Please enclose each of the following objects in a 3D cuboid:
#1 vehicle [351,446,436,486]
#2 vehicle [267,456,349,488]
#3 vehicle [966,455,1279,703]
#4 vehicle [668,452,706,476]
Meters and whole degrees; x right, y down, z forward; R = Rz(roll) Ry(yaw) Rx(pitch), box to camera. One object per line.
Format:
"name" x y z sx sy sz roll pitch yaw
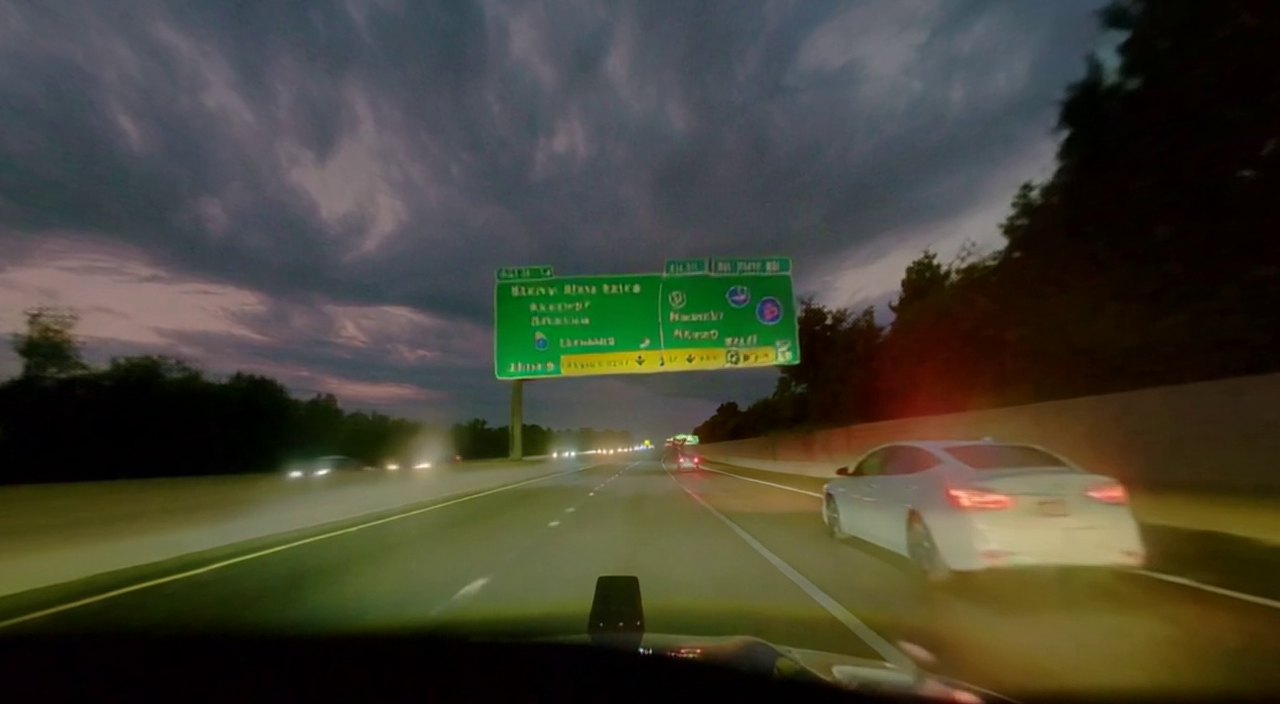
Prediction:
"vehicle" -10.836 5.013 28.023 2.025 1.603 3.989 0 -9 2
"vehicle" -17.661 6.363 33.776 1.936 1.560 4.343 0 -9 1
"vehicle" 3.532 1.205 3.174 1.883 1.320 3.386 0 -9 -1
"vehicle" 2.802 6.809 38.535 2.065 1.400 4.028 0 -9 0
